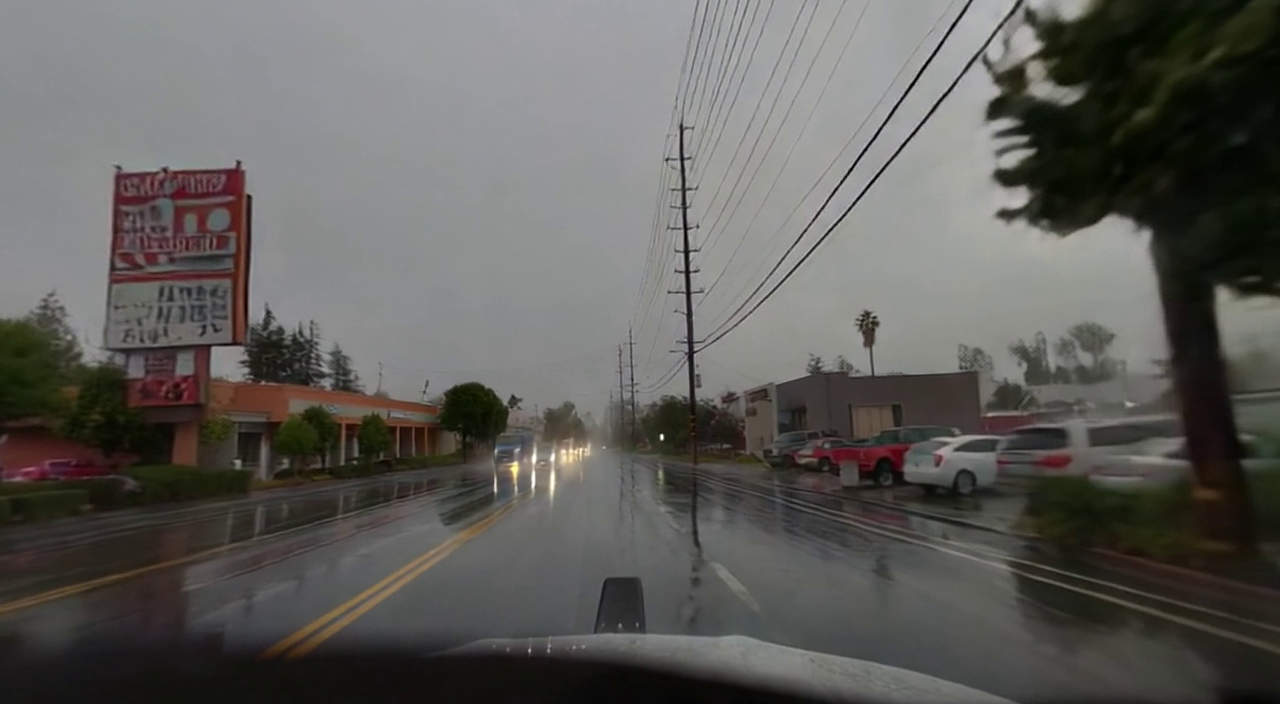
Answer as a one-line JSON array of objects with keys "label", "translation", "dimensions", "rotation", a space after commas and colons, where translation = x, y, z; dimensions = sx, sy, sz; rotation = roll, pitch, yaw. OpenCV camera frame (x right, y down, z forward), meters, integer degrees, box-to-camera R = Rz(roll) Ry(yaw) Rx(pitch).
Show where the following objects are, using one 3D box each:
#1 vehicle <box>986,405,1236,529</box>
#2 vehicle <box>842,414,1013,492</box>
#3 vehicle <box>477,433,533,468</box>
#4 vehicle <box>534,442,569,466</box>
[{"label": "vehicle", "translation": [9.016, 2.049, 11.905], "dimensions": [5.112, 1.832, 2.290], "rotation": [5, -10, -37]}, {"label": "vehicle", "translation": [8.873, 3.018, 19.252], "dimensions": [5.414, 2.035, 2.476], "rotation": [6, -10, -39]}, {"label": "vehicle", "translation": [-10.026, 7.365, 47.459], "dimensions": [2.909, 2.362, 7.390], "rotation": [0, -8, -3]}, {"label": "vehicle", "translation": [-6.133, 7.096, 44.087], "dimensions": [1.998, 1.562, 4.433], "rotation": [0, -8, -3]}]
